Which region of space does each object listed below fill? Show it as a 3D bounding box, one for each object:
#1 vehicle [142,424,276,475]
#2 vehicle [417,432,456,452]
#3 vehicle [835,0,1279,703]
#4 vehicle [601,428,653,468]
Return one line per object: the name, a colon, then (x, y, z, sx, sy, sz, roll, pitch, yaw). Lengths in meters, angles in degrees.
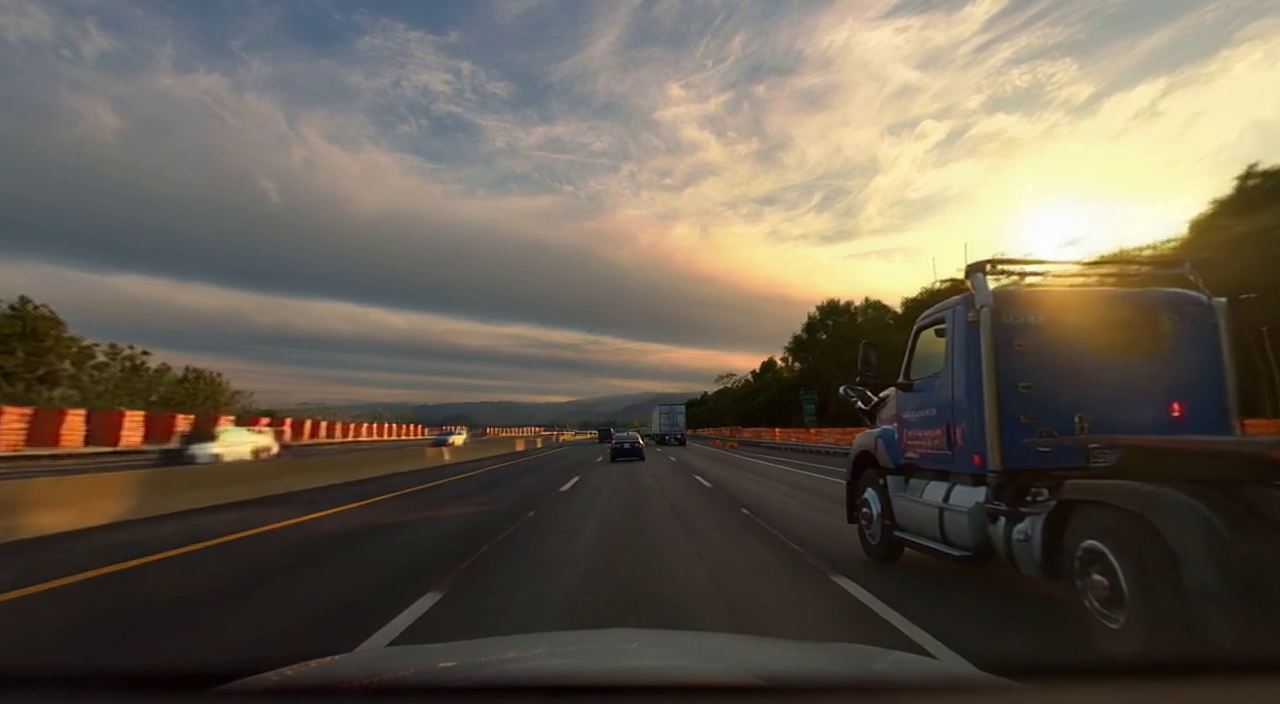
vehicle: (-15.219, 3.439, 22.554, 1.848, 1.624, 4.199, 0, -8, -1)
vehicle: (-15.759, 6.987, 49.008, 1.777, 1.458, 3.797, 0, -8, 0)
vehicle: (3.649, -0.205, 1.094, 2.919, 3.634, 10.888, 0, -8, -1)
vehicle: (-0.502, 3.826, 25.257, 1.929, 1.469, 3.677, 0, -8, -1)
